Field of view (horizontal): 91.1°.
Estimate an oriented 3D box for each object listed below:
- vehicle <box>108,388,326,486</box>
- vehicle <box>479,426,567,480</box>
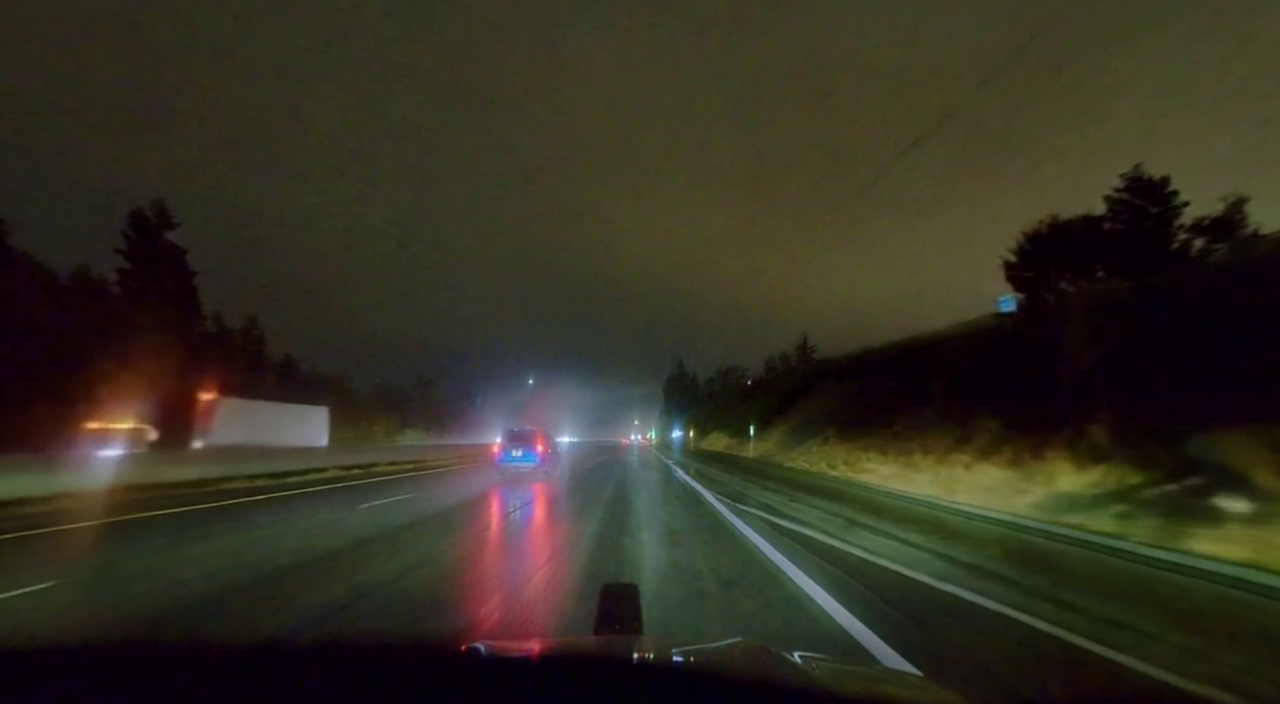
[{"bbox_3d":[-17.280,3.649,26.866,2.919,3.464,9.114,0,-8,0],"label":"vehicle"},{"bbox_3d":[-3.915,3.458,21.795,2.125,1.662,4.336,0,-8,1],"label":"vehicle"}]
